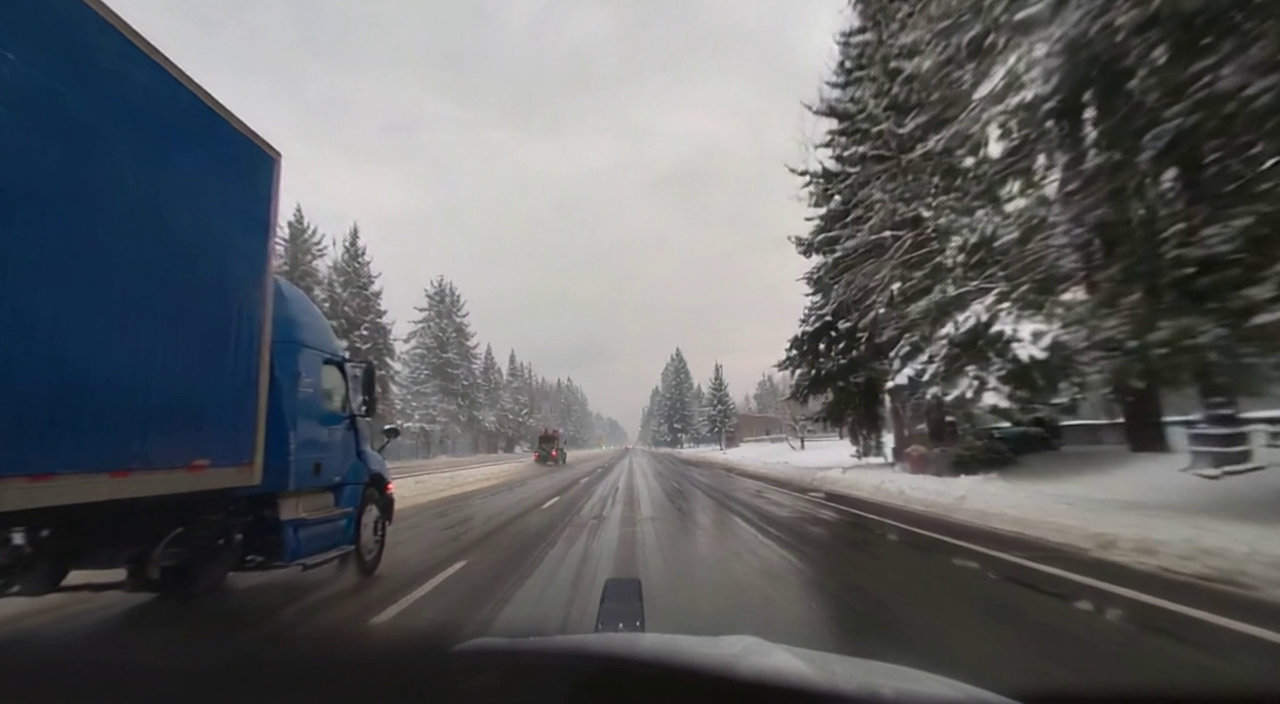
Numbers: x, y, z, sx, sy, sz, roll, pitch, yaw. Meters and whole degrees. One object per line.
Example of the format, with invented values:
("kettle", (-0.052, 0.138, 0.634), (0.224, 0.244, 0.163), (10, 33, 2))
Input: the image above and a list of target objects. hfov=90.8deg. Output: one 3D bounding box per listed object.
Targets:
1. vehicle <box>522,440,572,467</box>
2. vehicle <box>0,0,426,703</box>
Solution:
("vehicle", (-7.000, 7.743, 48.438), (2.743, 1.832, 7.257), (0, -8, 0))
("vehicle", (-3.559, -0.015, 1.931), (2.910, 3.419, 8.376), (0, -8, -1))
